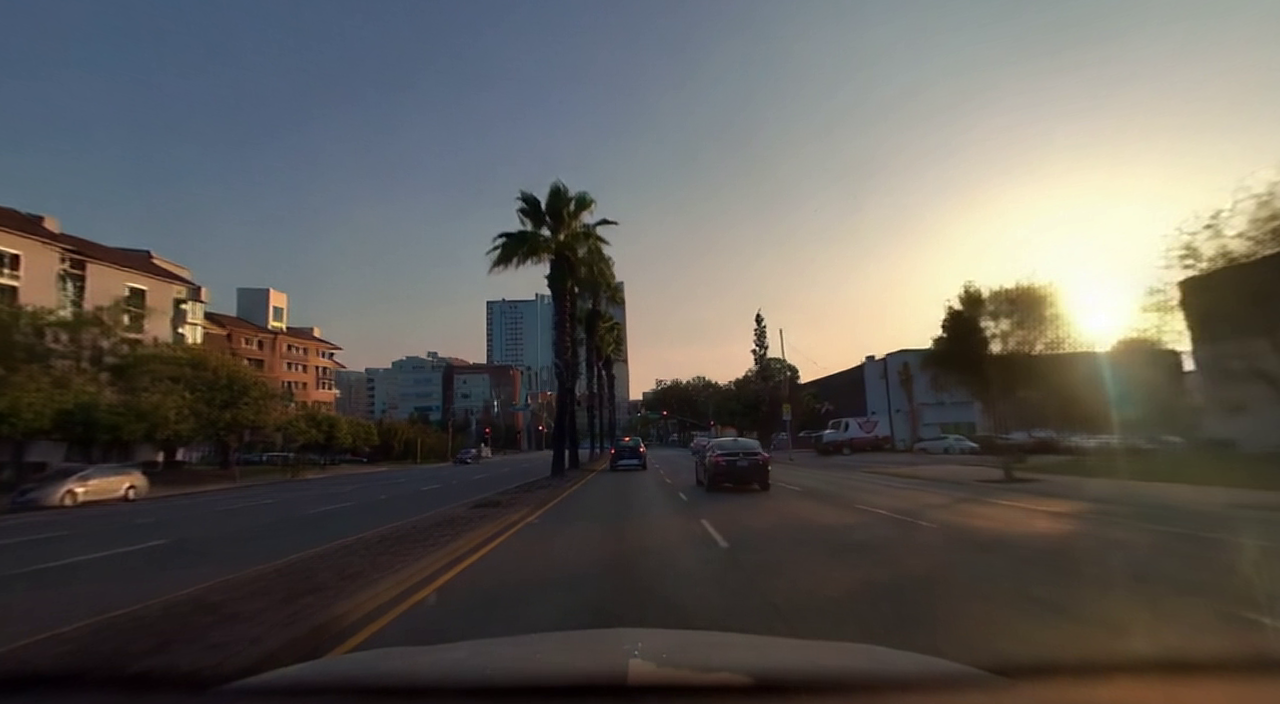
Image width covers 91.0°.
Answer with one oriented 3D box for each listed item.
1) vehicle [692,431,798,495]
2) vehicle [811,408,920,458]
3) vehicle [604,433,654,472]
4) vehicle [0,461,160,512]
[{"bbox_3d":[2.867,3.182,18.424,2.195,1.590,4.668,0,-9,-1],"label":"vehicle"},{"bbox_3d":[17.334,6.312,48.718,7.270,3.743,2.677,1,-9,-4],"label":"vehicle"},{"bbox_3d":[-0.538,4.944,31.104,2.277,1.816,4.192,0,-8,-1],"label":"vehicle"},{"bbox_3d":[-19.363,4.566,21.817,1.847,1.466,4.530,0,-8,-1],"label":"vehicle"}]
